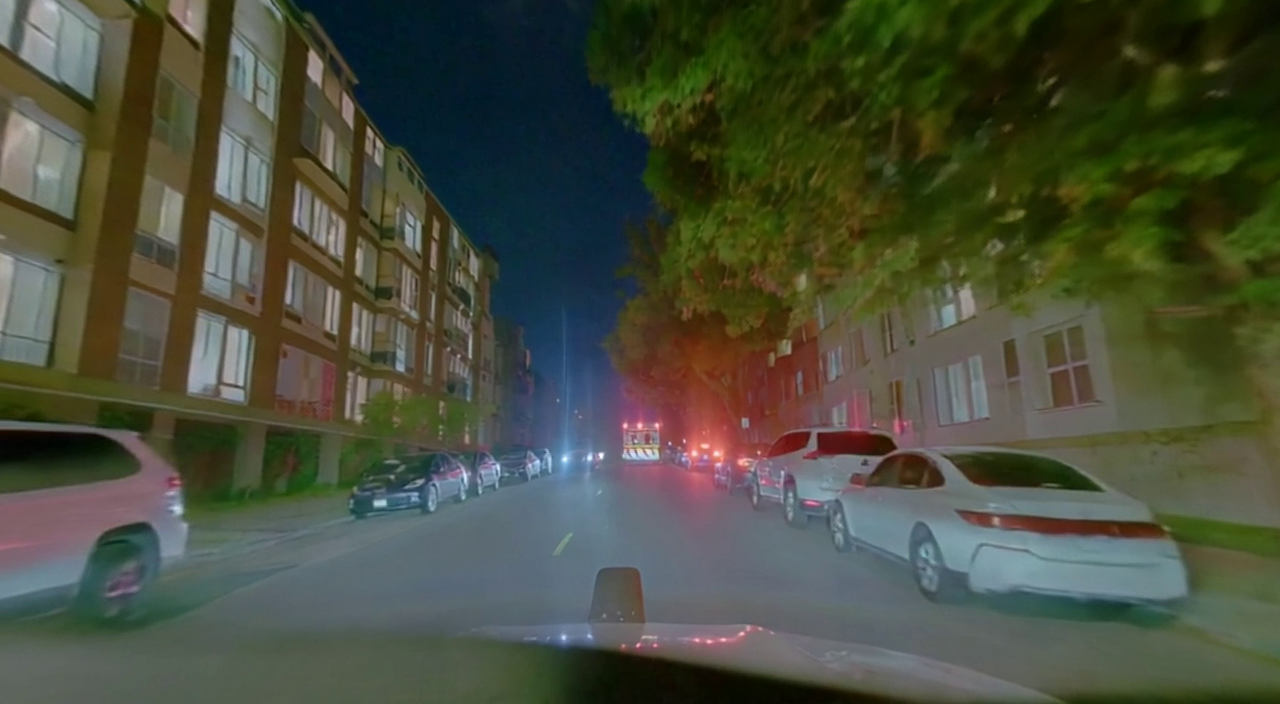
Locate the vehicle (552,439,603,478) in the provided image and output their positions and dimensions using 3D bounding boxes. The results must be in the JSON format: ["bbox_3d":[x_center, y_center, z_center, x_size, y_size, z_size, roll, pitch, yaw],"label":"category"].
[{"bbox_3d":[-2.992,5.209,31.170,2.029,1.802,4.229,0,-8,1],"label":"vehicle"}]

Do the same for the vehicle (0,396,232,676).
[{"bbox_3d":[-5.289,1.180,3.920,2.131,1.821,4.976,0,-8,0],"label":"vehicle"}]

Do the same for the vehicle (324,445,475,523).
[{"bbox_3d":[-5.455,3.010,15.009,1.921,1.482,4.280,-2,-8,0],"label":"vehicle"}]

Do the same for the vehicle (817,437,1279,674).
[{"bbox_3d":[3.365,1.642,6.319,1.913,1.434,4.408,2,-8,0],"label":"vehicle"}]

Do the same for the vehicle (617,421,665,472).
[{"bbox_3d":[-0.090,6.257,41.813,2.754,3.008,7.730,0,-9,-3],"label":"vehicle"}]

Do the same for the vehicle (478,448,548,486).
[{"bbox_3d":[-5.331,4.874,27.148,2.047,1.471,4.647,0,-8,0],"label":"vehicle"}]
